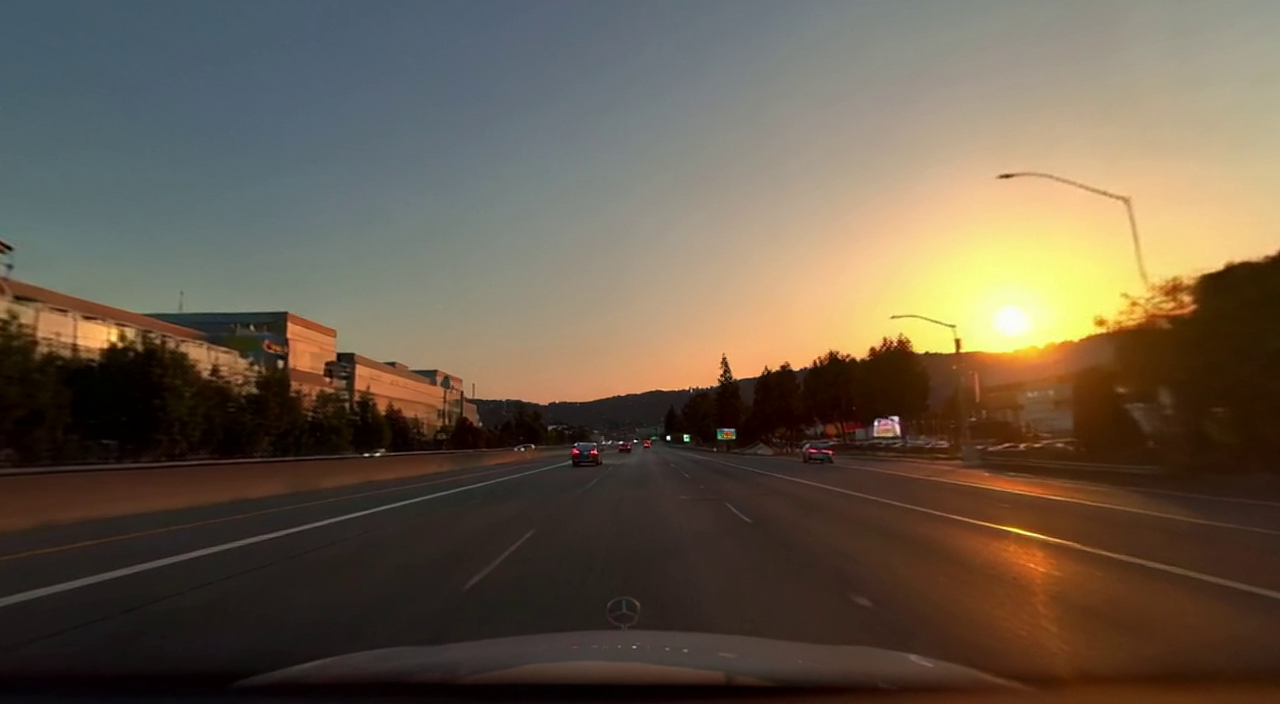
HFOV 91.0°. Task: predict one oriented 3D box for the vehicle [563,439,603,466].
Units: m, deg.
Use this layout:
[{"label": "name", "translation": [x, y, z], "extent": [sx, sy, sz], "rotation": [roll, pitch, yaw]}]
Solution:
[{"label": "vehicle", "translation": [-3.459, 6.168, 38.798], "extent": [2.015, 1.557, 4.229], "rotation": [0, -9, 1]}]
